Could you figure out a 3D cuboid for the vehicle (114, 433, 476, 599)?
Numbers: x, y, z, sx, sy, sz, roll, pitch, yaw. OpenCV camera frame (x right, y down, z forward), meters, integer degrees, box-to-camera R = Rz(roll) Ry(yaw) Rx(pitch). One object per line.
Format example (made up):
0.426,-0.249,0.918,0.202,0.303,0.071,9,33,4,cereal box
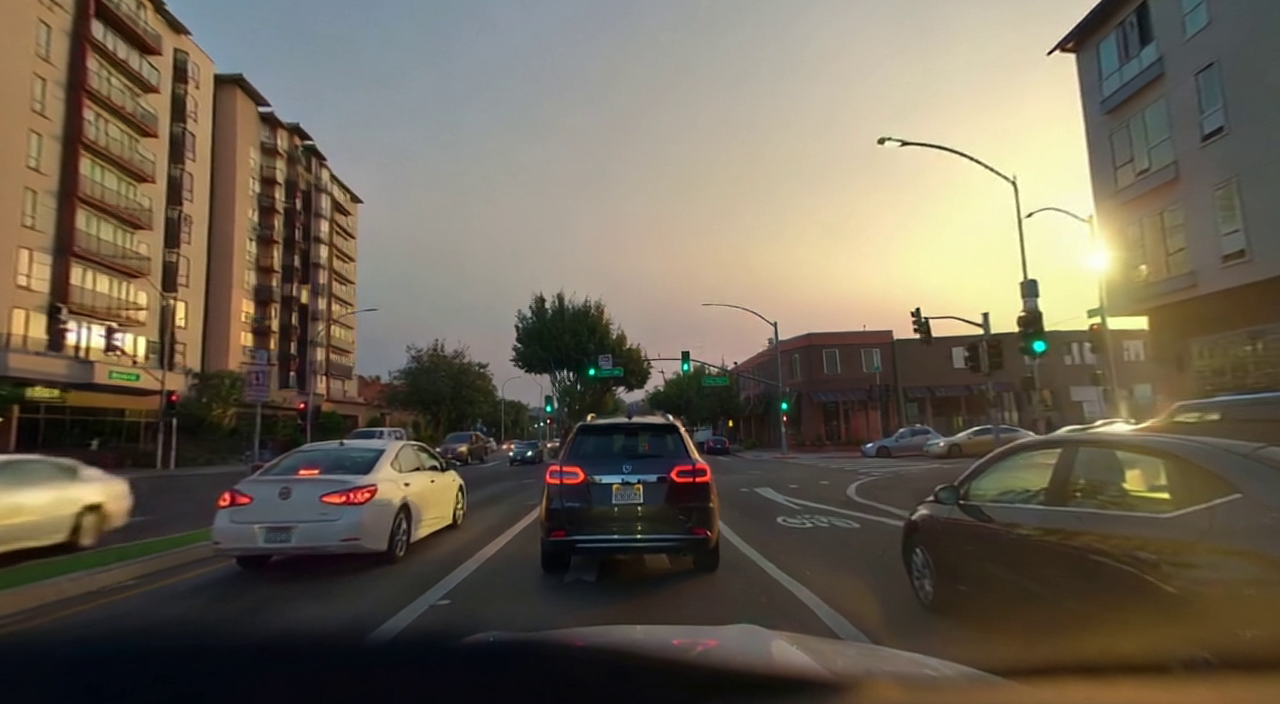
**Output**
-3.780,1.845,8.208,2.055,1.488,4.733,0,-8,0,vehicle

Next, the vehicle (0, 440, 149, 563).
-8.810,1.874,8.012,1.927,1.489,4.084,0,-8,-2,vehicle

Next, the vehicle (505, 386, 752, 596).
-0.123,1.620,8.399,2.206,1.858,5.332,0,-8,0,vehicle

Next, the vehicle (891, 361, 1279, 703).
3.177,1.006,3.374,1.906,1.608,4.137,0,-8,-1,vehicle
